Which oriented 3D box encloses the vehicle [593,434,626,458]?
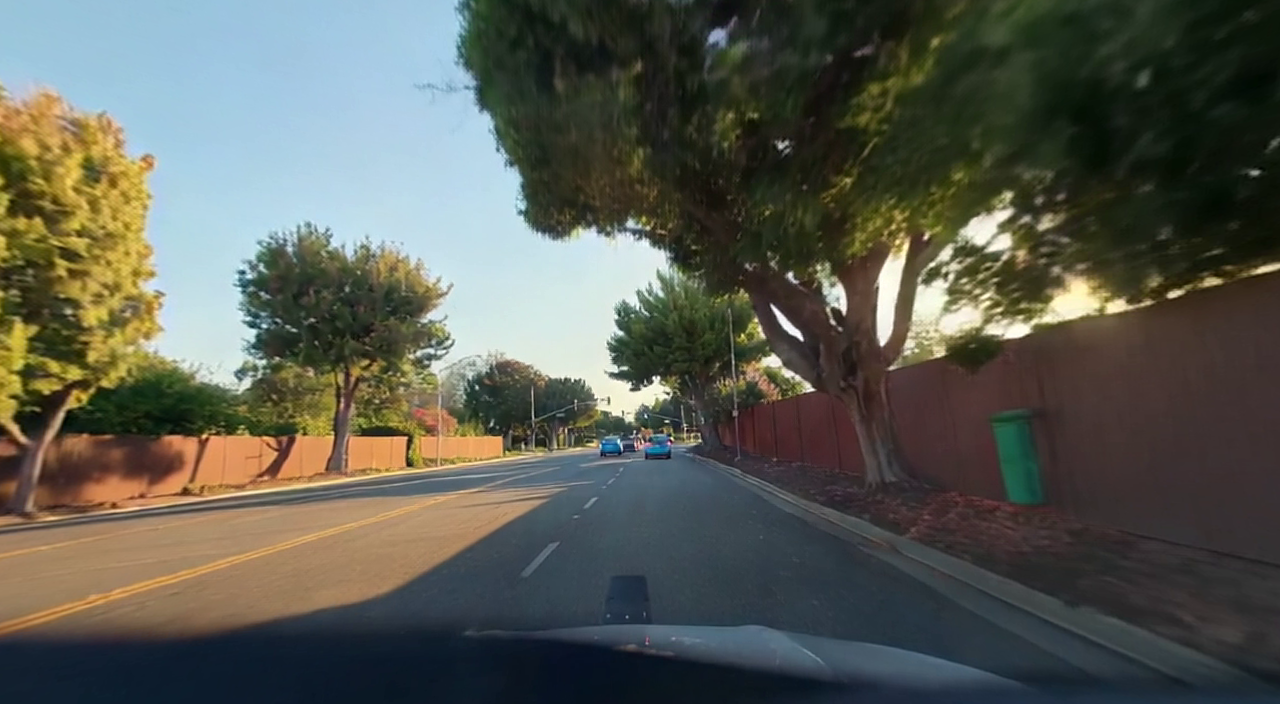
[{"bbox_3d":[-2.314,7.289,48.854,2.190,1.766,4.394,0,-8,1],"label":"vehicle"}]

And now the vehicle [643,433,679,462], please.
[{"bbox_3d":[1.264,5.986,39.536,2.127,1.665,3.993,0,-8,1],"label":"vehicle"}]
